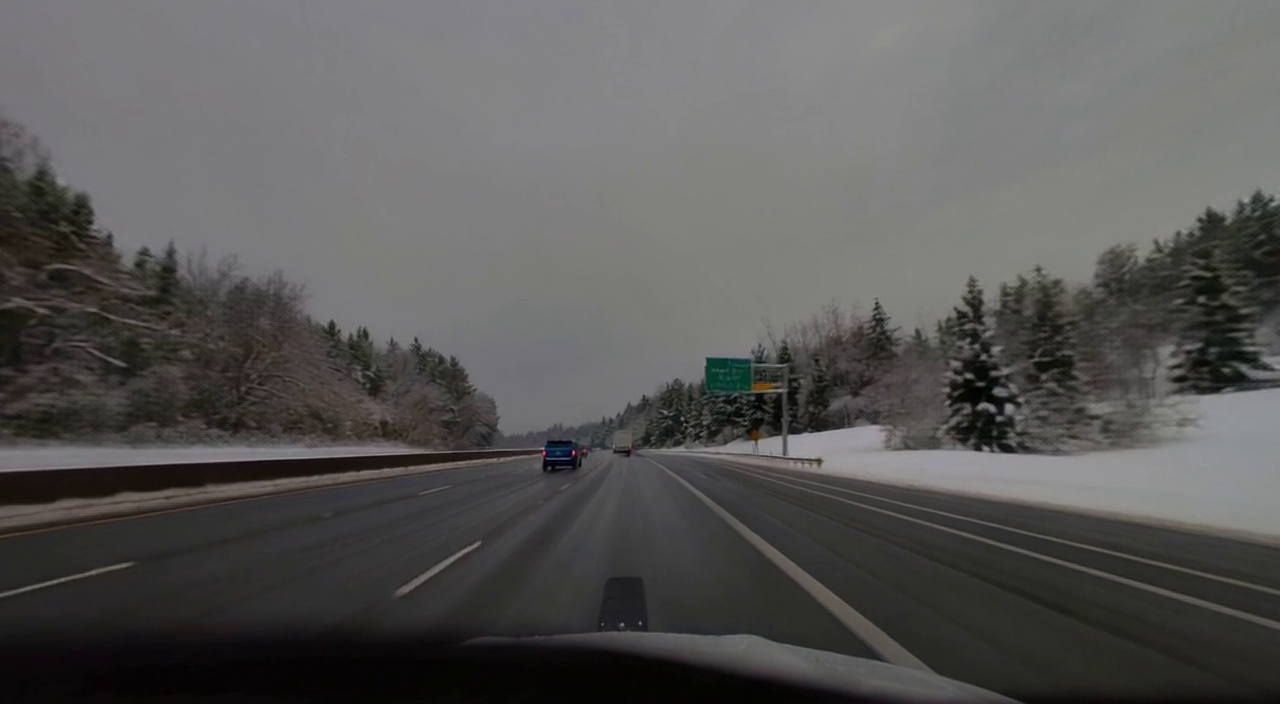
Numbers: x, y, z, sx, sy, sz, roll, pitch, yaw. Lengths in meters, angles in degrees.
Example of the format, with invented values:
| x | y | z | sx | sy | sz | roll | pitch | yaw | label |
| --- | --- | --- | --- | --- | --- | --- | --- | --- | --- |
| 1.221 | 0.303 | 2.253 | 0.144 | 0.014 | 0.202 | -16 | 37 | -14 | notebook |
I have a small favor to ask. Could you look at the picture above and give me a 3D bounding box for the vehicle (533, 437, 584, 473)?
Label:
| x | y | z | sx | sy | sz | roll | pitch | yaw | label |
| --- | --- | --- | --- | --- | --- | --- | --- | --- | --- |
| -4.242 | 5.407 | 33.440 | 2.162 | 1.724 | 4.537 | 0 | -8 | -1 | vehicle |
